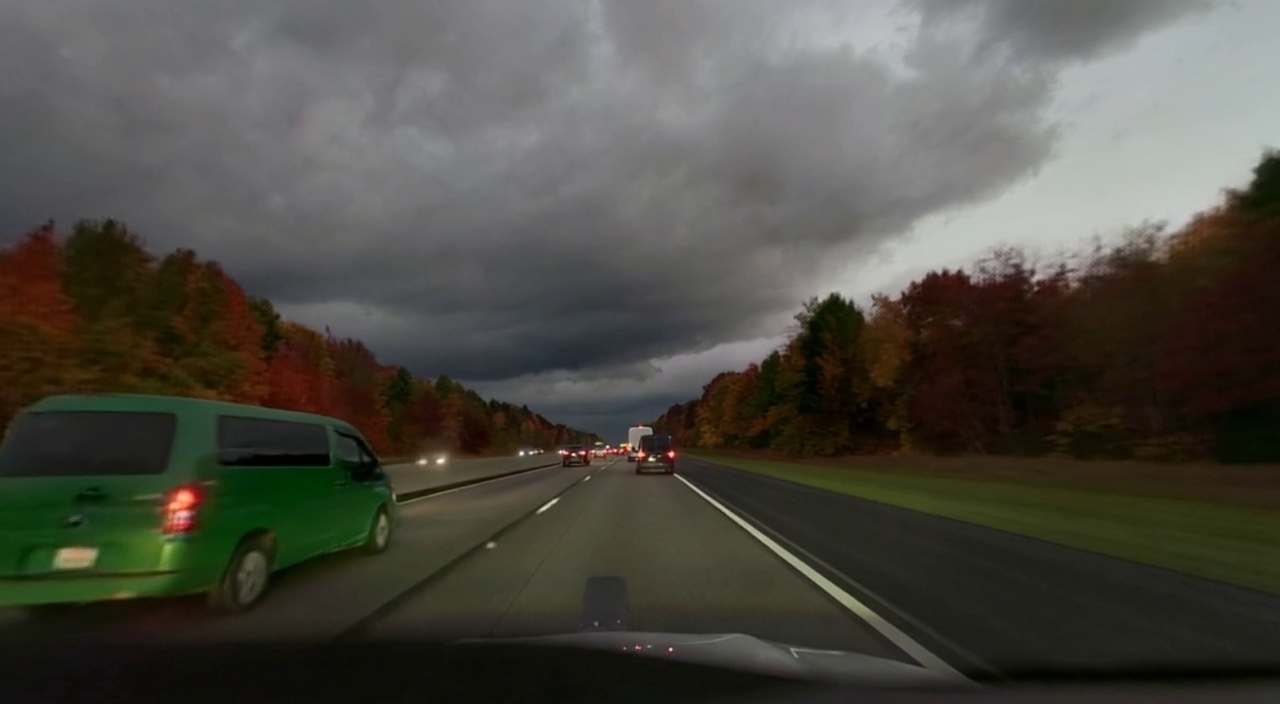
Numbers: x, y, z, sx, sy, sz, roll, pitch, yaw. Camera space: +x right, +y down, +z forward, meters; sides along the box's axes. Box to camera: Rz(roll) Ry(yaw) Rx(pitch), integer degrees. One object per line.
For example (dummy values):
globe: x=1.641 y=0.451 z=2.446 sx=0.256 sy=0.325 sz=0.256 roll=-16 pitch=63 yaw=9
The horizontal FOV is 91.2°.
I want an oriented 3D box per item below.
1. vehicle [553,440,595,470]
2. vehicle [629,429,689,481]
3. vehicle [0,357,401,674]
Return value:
vehicle: x=-3.936 y=6.245 z=38.073 sx=2.088 sy=1.688 sz=4.365 roll=0 pitch=-9 yaw=-1
vehicle: x=0.669 y=4.195 z=25.722 sx=2.179 sy=1.930 sz=4.538 roll=0 pitch=-9 yaw=-2
vehicle: x=-3.887 y=1.218 z=5.563 sx=2.021 sy=1.790 sz=3.907 roll=0 pitch=-9 yaw=-1
